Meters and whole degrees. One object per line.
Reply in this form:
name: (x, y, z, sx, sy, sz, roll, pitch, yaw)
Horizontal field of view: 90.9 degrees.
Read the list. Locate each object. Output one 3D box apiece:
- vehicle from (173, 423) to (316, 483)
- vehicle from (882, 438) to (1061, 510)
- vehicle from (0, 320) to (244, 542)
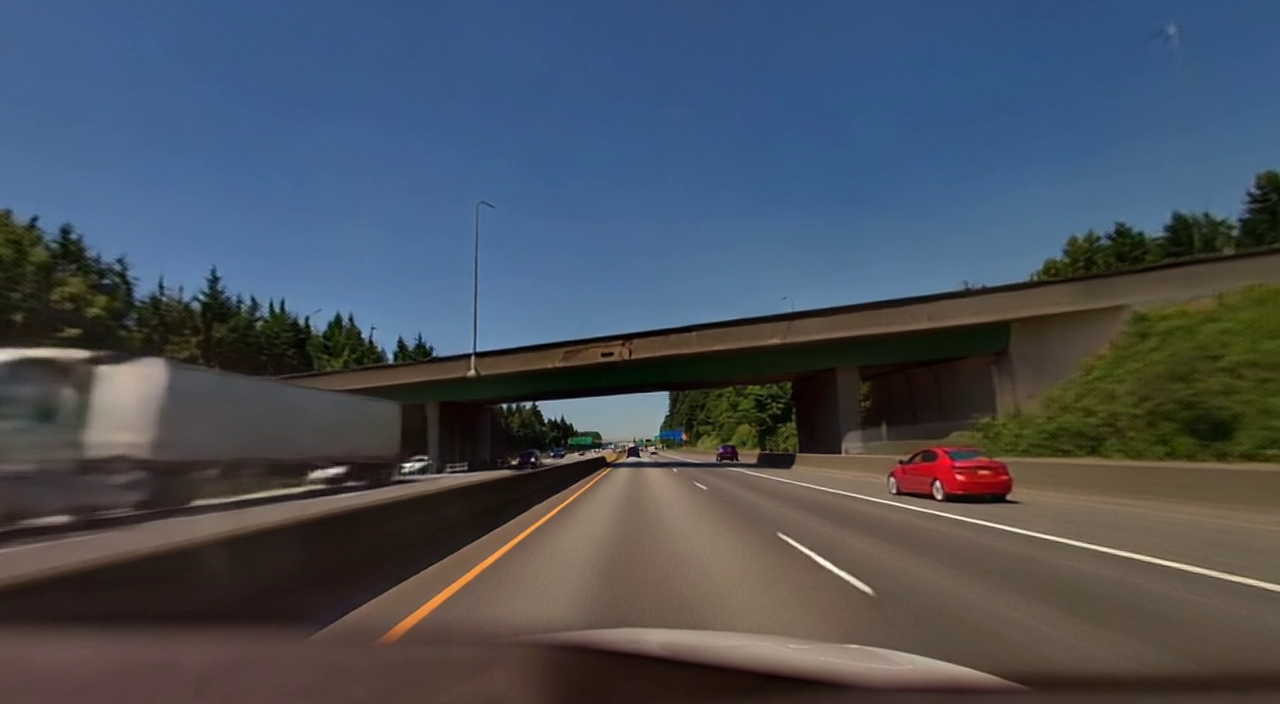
vehicle: (-12.658, 3.326, 20.580, 1.822, 1.677, 4.314, -2, -10, 1)
vehicle: (7.710, 2.869, 15.234, 1.987, 1.473, 4.244, 0, -9, 0)
vehicle: (-12.672, 1.881, 14.117, 2.948, 3.836, 6.895, 0, -9, 0)
